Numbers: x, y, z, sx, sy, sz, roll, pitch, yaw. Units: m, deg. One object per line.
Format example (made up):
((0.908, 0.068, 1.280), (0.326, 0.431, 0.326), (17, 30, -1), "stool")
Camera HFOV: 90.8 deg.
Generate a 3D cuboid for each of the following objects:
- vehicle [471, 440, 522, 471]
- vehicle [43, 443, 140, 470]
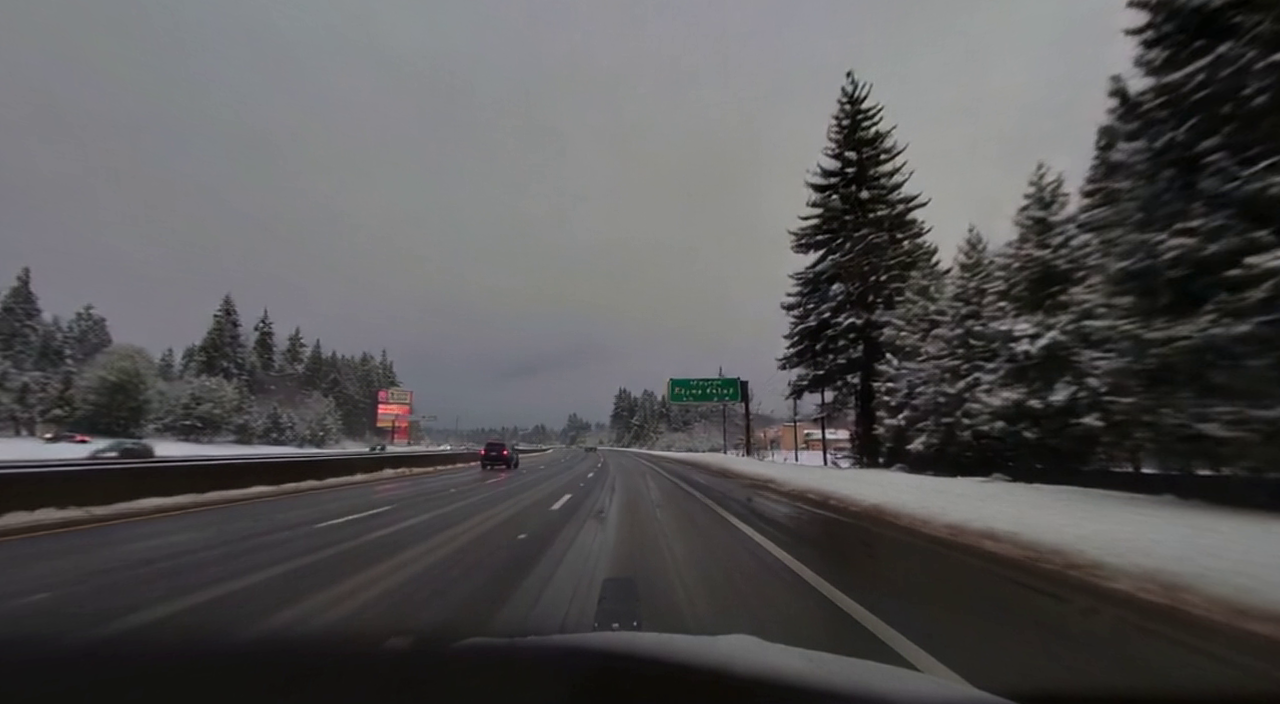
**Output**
((-8.379, 6.081, 37.249), (2.053, 1.682, 4.423), (0, -8, -1), "vehicle")
((-33.014, 6.280, 38.228), (1.885, 1.523, 4.492), (0, -8, -2), "vehicle")
